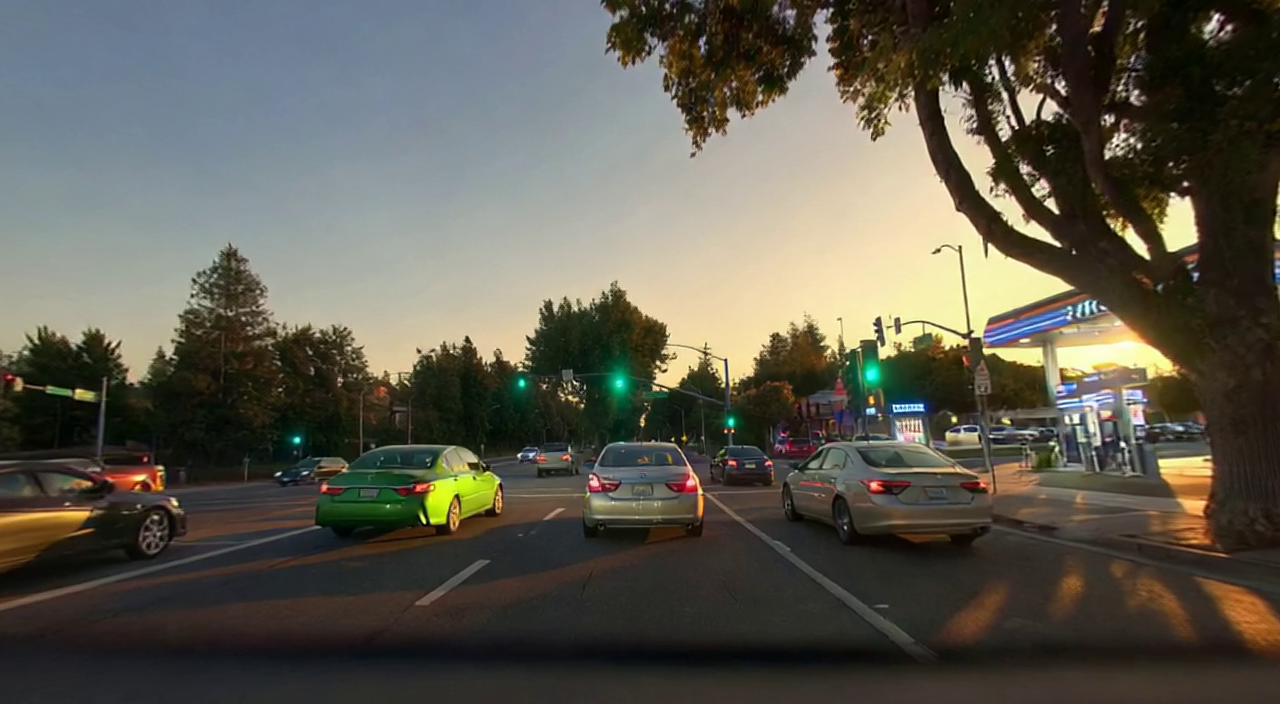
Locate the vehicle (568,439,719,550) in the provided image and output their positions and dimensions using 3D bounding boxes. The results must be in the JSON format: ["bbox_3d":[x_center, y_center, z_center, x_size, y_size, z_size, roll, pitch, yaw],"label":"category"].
[{"bbox_3d":[-0.005,2.174,10.337,1.994,1.433,3.894,0,-8,-2],"label":"vehicle"}]

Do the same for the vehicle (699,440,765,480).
[{"bbox_3d":[3.670,4.387,25.932,1.942,1.482,4.623,0,-8,-1],"label":"vehicle"}]

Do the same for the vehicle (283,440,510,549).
[{"bbox_3d":[-3.739,2.249,10.746,1.995,1.436,4.500,0,-8,1],"label":"vehicle"}]

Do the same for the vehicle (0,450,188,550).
[{"bbox_3d":[-10.543,2.460,10.968,1.964,1.460,4.428,0,-8,1],"label":"vehicle"}]

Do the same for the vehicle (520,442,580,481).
[{"bbox_3d":[-3.790,4.694,27.323,1.896,1.501,4.390,0,-8,1],"label":"vehicle"}]

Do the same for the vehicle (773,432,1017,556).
[{"bbox_3d":[3.589,2.068,9.999,1.920,1.479,4.548,0,-8,-1],"label":"vehicle"}]
